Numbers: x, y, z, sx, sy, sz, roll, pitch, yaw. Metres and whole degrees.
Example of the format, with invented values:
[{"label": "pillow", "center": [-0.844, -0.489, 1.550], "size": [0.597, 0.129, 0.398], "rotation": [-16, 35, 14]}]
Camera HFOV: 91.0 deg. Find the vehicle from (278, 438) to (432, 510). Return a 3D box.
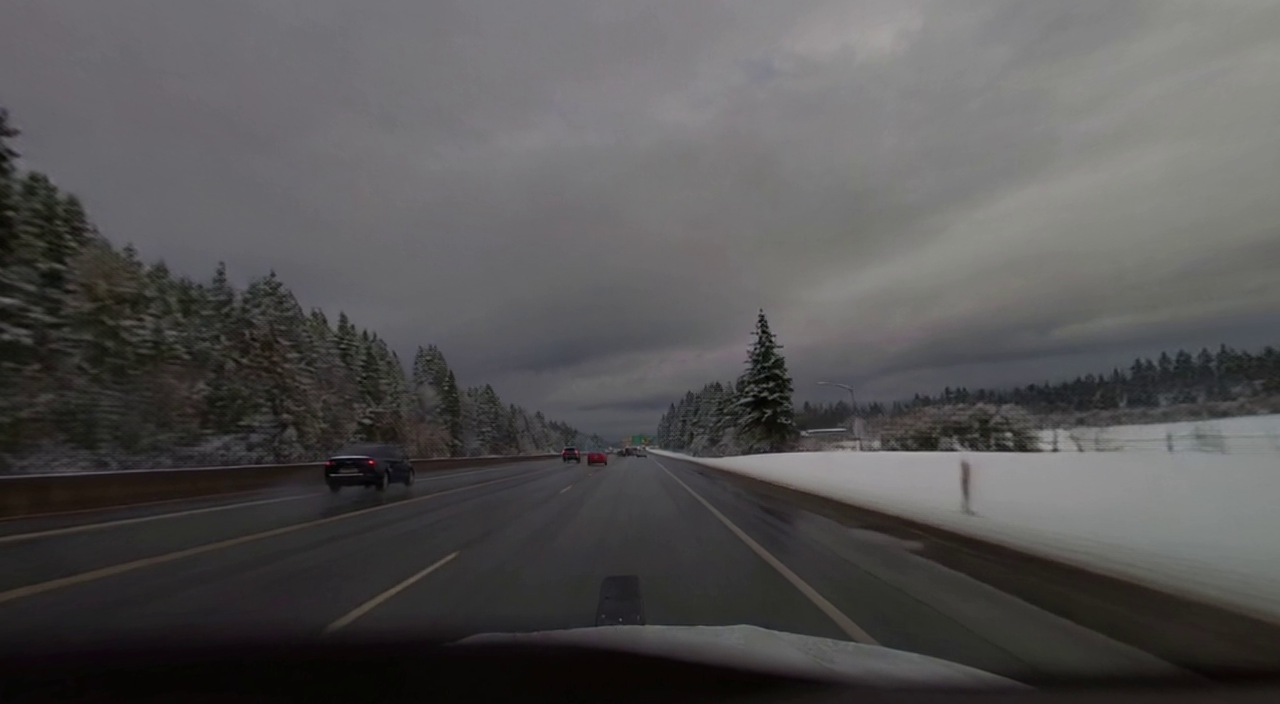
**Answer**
[{"label": "vehicle", "center": [-7.186, 3.094, 16.449], "size": [2.007, 1.616, 4.141], "rotation": [0, -9, 1]}]
